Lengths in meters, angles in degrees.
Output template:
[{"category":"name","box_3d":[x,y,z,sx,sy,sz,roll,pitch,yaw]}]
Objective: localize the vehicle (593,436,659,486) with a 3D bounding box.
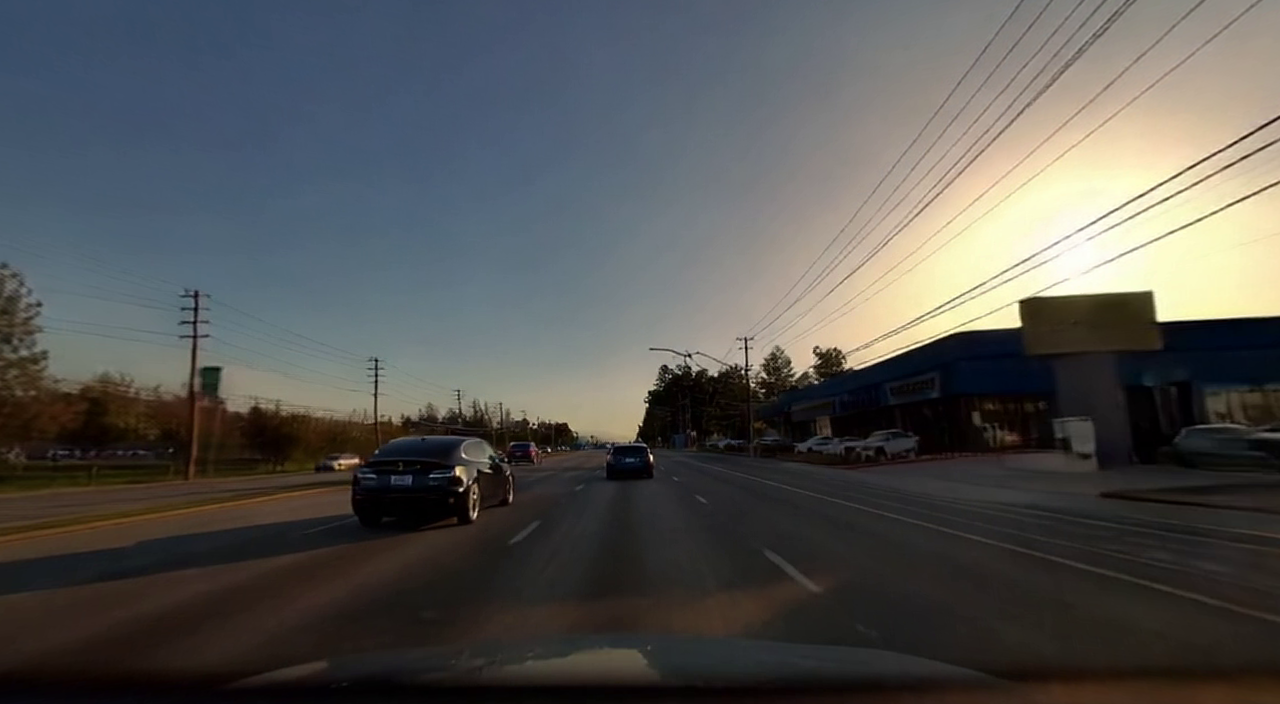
[{"category":"vehicle","box_3d":[-0.482,3.944,23.166,2.189,1.652,4.135,0,-9,-1]}]

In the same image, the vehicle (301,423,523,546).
[{"category":"vehicle","box_3d":[-3.464,2.114,10.833,1.985,1.607,4.892,0,-8,0]}]
